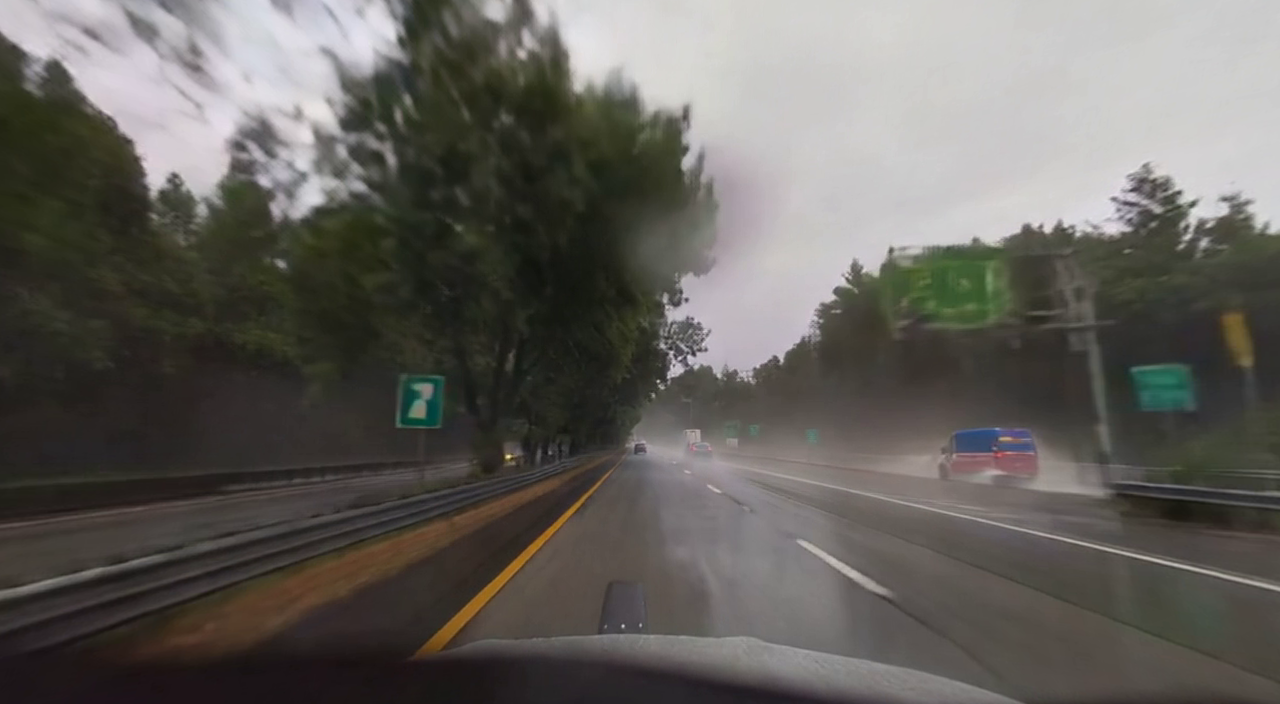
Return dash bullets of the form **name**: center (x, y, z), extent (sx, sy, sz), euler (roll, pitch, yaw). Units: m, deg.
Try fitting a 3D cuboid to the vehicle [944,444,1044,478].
- **vehicle**: center (15.379, 4.750, 27.623), extent (1.926, 1.386, 3.719), euler (1, -9, -6)
